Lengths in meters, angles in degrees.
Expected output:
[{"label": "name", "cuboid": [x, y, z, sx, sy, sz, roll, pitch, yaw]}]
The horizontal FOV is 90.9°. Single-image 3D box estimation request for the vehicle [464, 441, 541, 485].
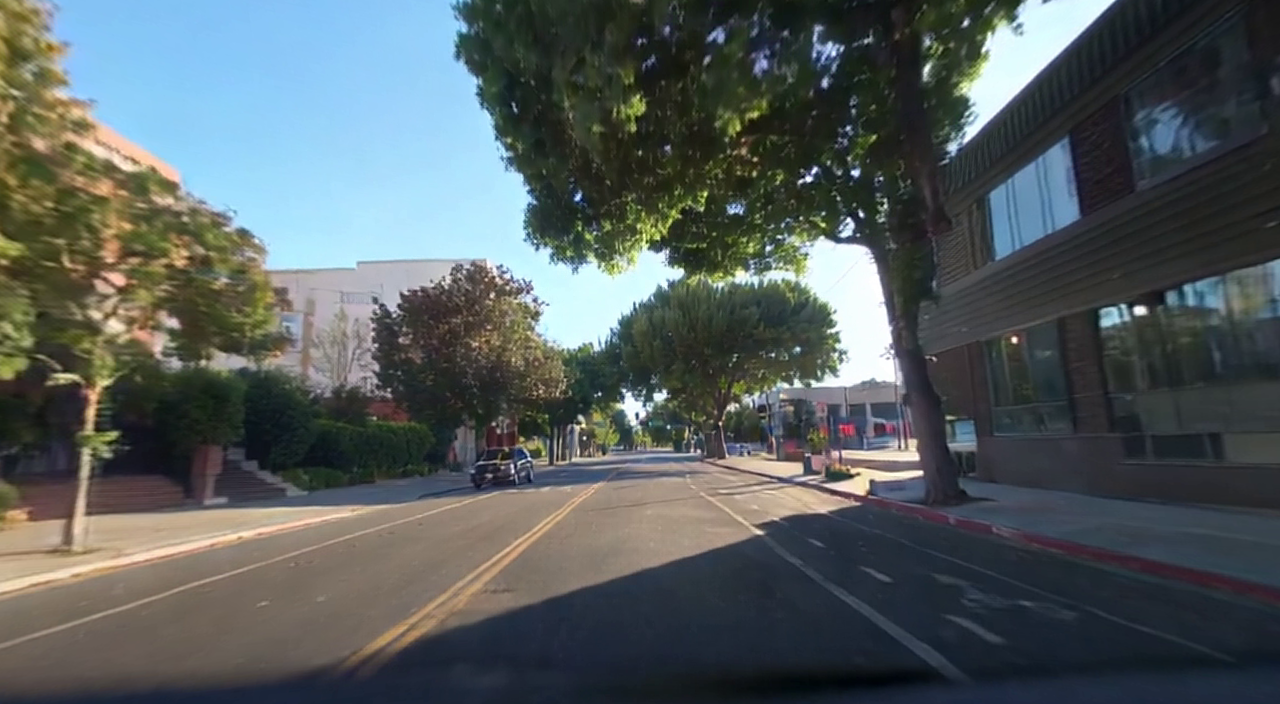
[{"label": "vehicle", "cuboid": [-5.858, 4.779, 27.556, 2.147, 1.701, 4.879, 0, -8, 1]}]
